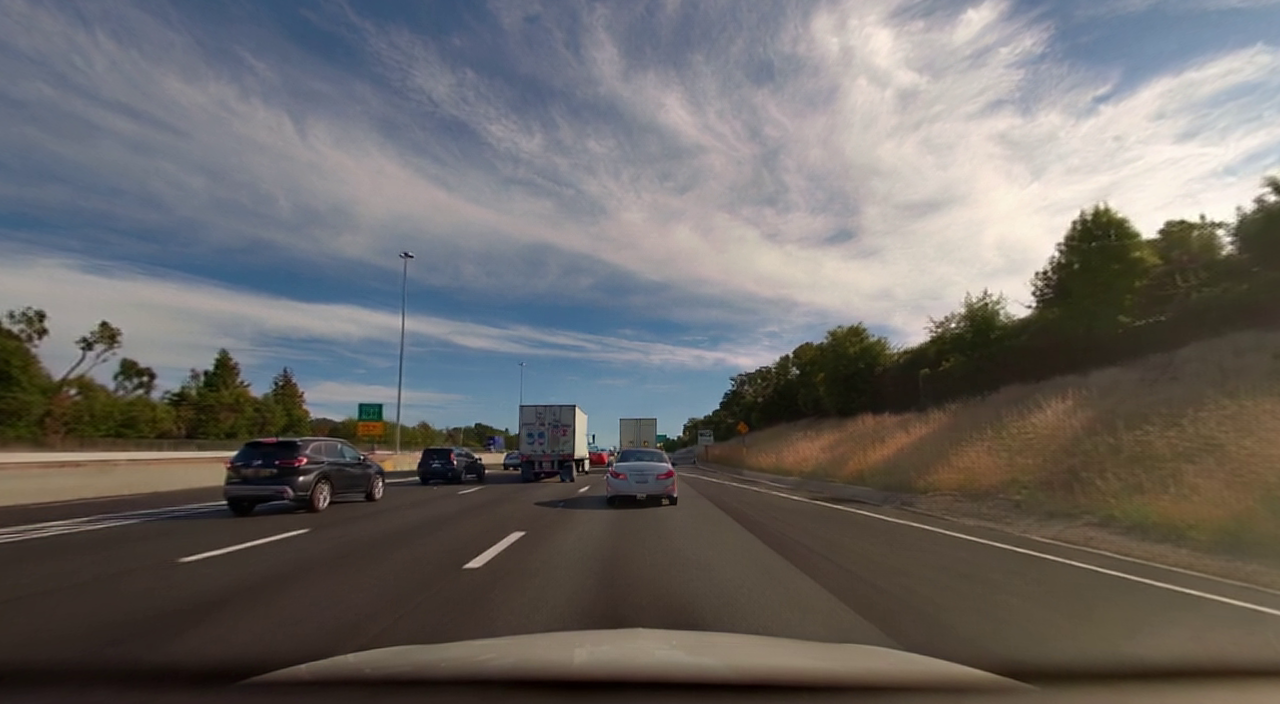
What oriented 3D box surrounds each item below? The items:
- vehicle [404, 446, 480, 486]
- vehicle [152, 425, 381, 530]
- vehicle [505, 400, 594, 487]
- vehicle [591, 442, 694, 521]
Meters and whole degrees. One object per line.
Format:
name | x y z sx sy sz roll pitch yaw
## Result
vehicle | -8.054 4.666 26.040 1.880 1.512 3.758 -1 -9 1
vehicle | -7.219 2.461 12.871 1.952 1.746 4.332 -1 -9 1
vehicle | -3.819 4.137 28.357 2.812 3.342 7.248 -1 -9 1
vehicle | 0.022 2.779 13.962 1.995 1.495 3.380 0 -9 -1
